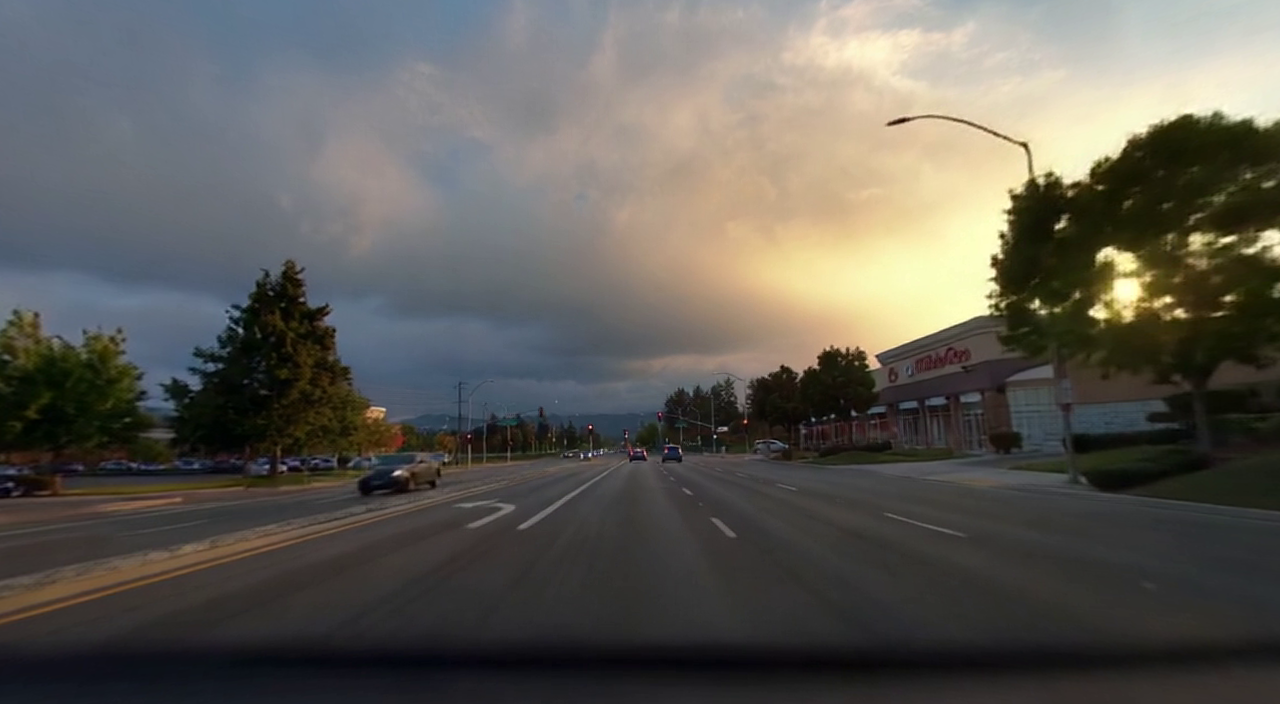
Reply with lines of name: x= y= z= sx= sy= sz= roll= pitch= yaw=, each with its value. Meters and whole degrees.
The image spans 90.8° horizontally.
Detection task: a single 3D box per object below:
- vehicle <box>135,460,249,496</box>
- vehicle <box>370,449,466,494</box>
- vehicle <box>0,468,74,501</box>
vehicle: x=-22.935 y=6.436 z=32.543 sx=4.366 sy=1.666 sz=1.952 roll=4 pitch=-10 yaw=-24
vehicle: x=-8.314 y=4.487 z=24.177 sx=1.958 sy=1.534 sz=4.598 roll=0 pitch=-9 yaw=1
vehicle: x=-31.513 y=6.568 z=31.474 sx=4.511 sy=1.480 sz=1.959 roll=1 pitch=-9 yaw=-4
